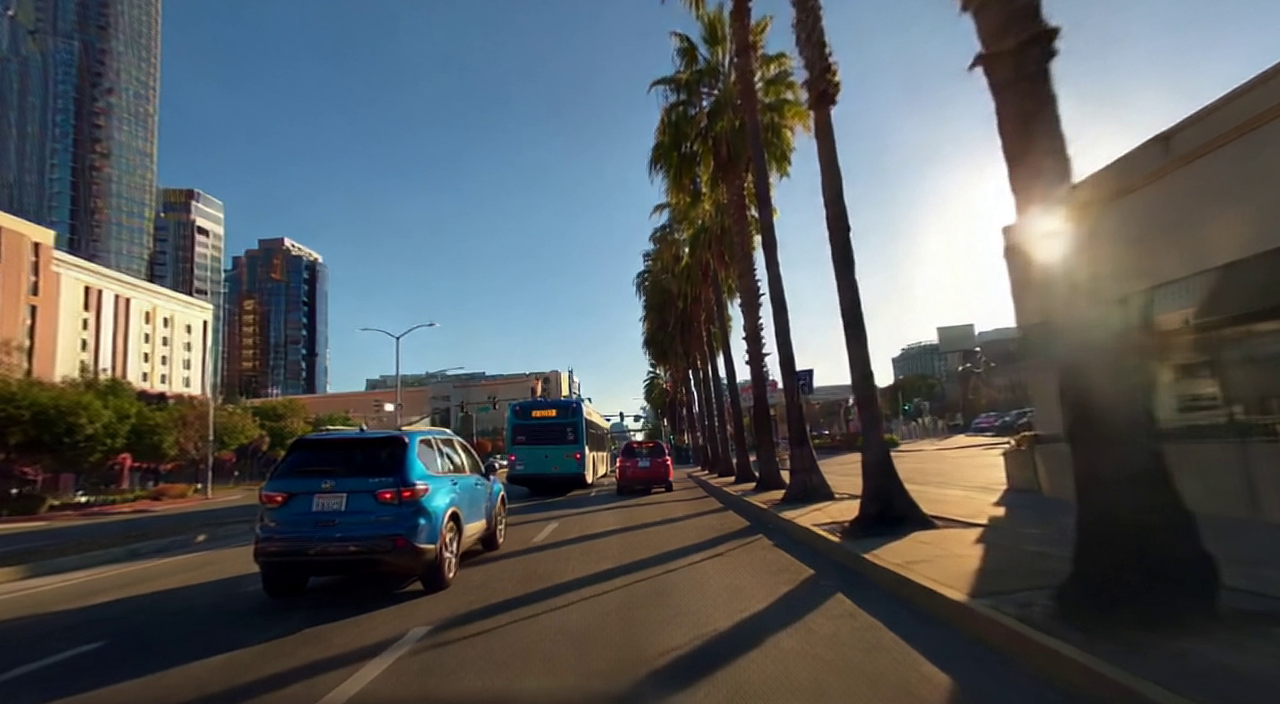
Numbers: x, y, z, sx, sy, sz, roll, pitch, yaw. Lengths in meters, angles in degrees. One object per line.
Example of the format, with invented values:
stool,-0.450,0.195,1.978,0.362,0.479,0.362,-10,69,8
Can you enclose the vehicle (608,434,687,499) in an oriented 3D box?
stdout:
vehicle,0.220,3.372,18.931,2.120,1.727,3.917,0,-8,1

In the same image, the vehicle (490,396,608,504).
vehicle,-2.842,3.442,22.430,2.775,3.064,8.297,0,-8,1

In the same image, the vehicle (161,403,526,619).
vehicle,-2.930,1.686,7.692,2.124,1.799,4.587,0,-8,1
